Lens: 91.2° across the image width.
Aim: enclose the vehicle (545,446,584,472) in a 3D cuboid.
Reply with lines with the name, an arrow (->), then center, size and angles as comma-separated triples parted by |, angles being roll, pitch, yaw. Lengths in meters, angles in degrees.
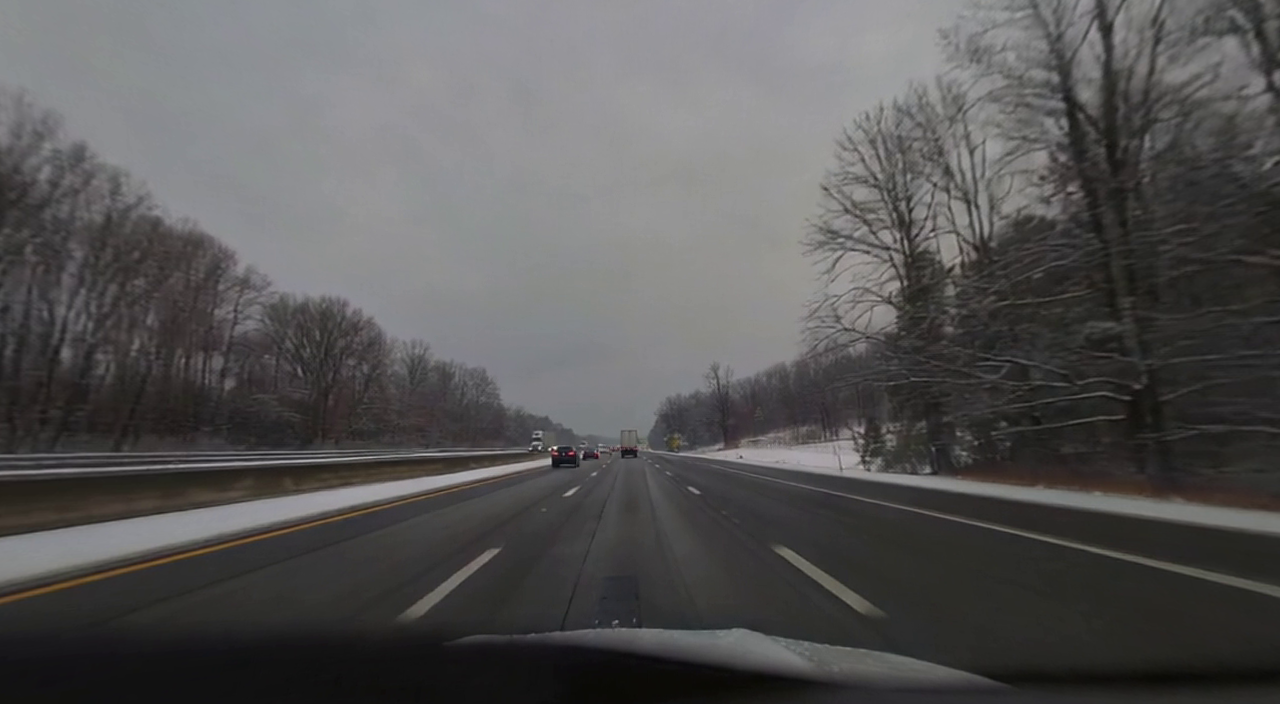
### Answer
vehicle -> -4.629, 6.612, 38.819 | 1.963, 1.475, 3.665 | 0, -9, -1
